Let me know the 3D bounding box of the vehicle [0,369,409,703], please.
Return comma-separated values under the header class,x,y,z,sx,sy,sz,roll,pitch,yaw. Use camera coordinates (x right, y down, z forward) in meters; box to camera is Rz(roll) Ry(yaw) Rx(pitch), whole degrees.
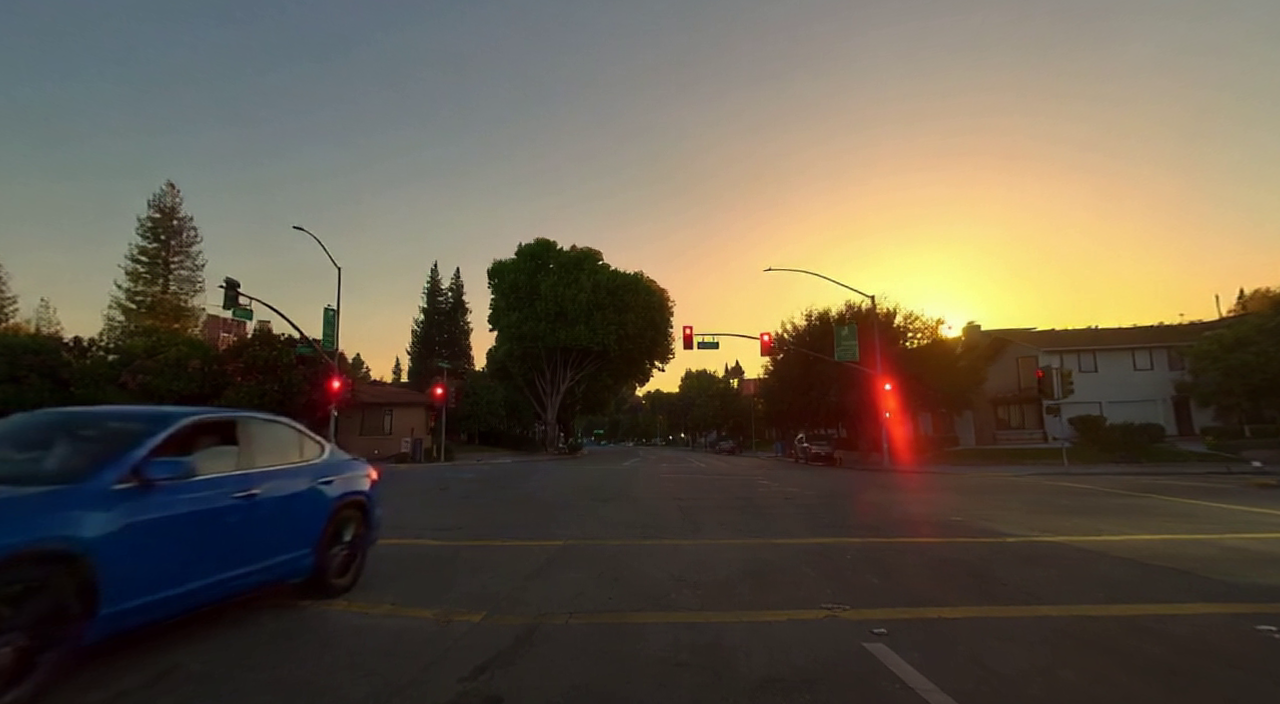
class,x,y,z,sx,sy,sz,roll,pitch,yaw
vehicle,-3.872,1.195,4.491,2.134,1.768,4.580,-1,-8,9
